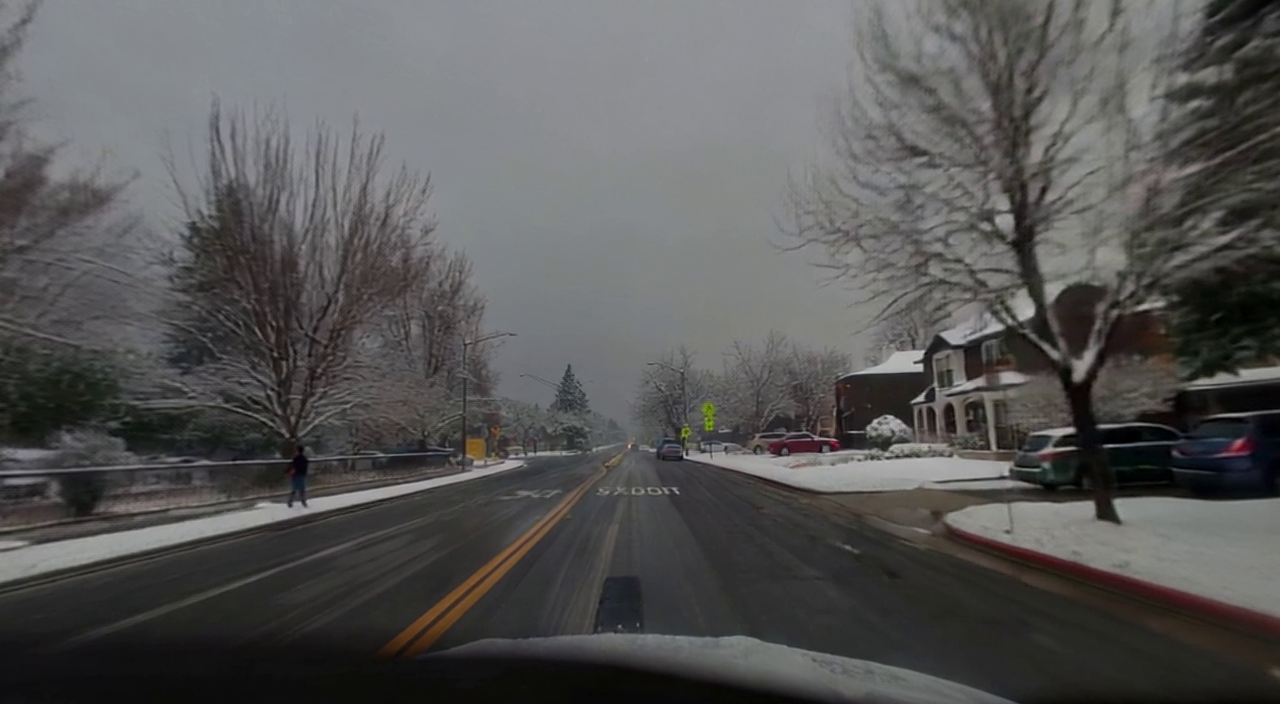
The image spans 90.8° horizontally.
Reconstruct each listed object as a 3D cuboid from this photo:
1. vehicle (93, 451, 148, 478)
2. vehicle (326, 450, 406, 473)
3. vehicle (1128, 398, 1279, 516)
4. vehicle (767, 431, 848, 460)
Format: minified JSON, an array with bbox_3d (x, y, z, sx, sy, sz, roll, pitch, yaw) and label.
[{"bbox_3d":[-35.899,7.782,43.626,4.938,1.720,1.926,-9,-14,40],"label":"vehicle"},{"bbox_3d":[-19.132,7.659,44.253,4.691,1.483,1.955,8,-12,-44],"label":"vehicle"},{"bbox_3d":[10.576,1.584,10.100,3.933,1.645,1.832,-2,-8,-2],"label":"vehicle"},{"bbox_3d":[11.074,6.237,42.031,4.750,1.658,1.902,-2,-10,0],"label":"vehicle"}]
